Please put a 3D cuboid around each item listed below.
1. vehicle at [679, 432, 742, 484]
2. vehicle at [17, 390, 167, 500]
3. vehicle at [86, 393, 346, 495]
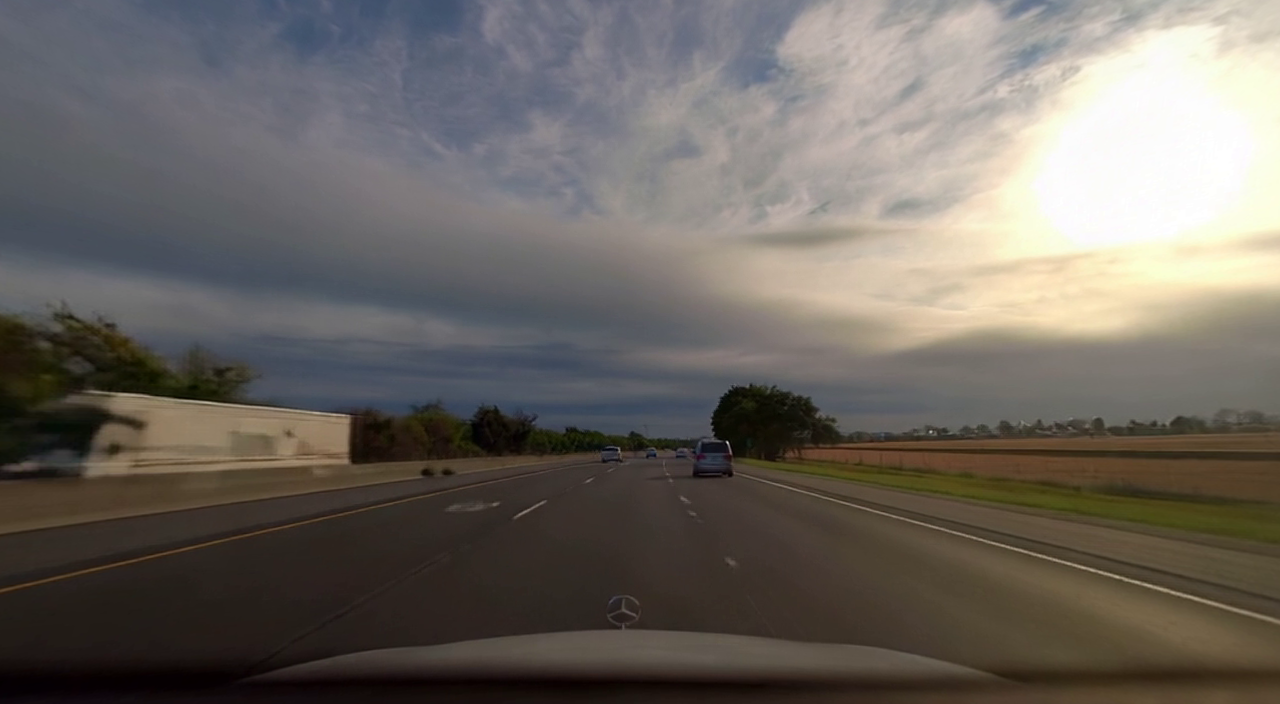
[{"bbox_3d":[2.936,4.575,27.363,2.219,2.033,4.911,0,-9,1],"label":"vehicle"},{"bbox_3d":[-20.202,3.448,23.417,2.917,3.843,2.501,0,-9,1],"label":"vehicle"},{"bbox_3d":[-19.987,4.723,31.923,2.877,3.982,14.343,0,-9,1],"label":"vehicle"}]
